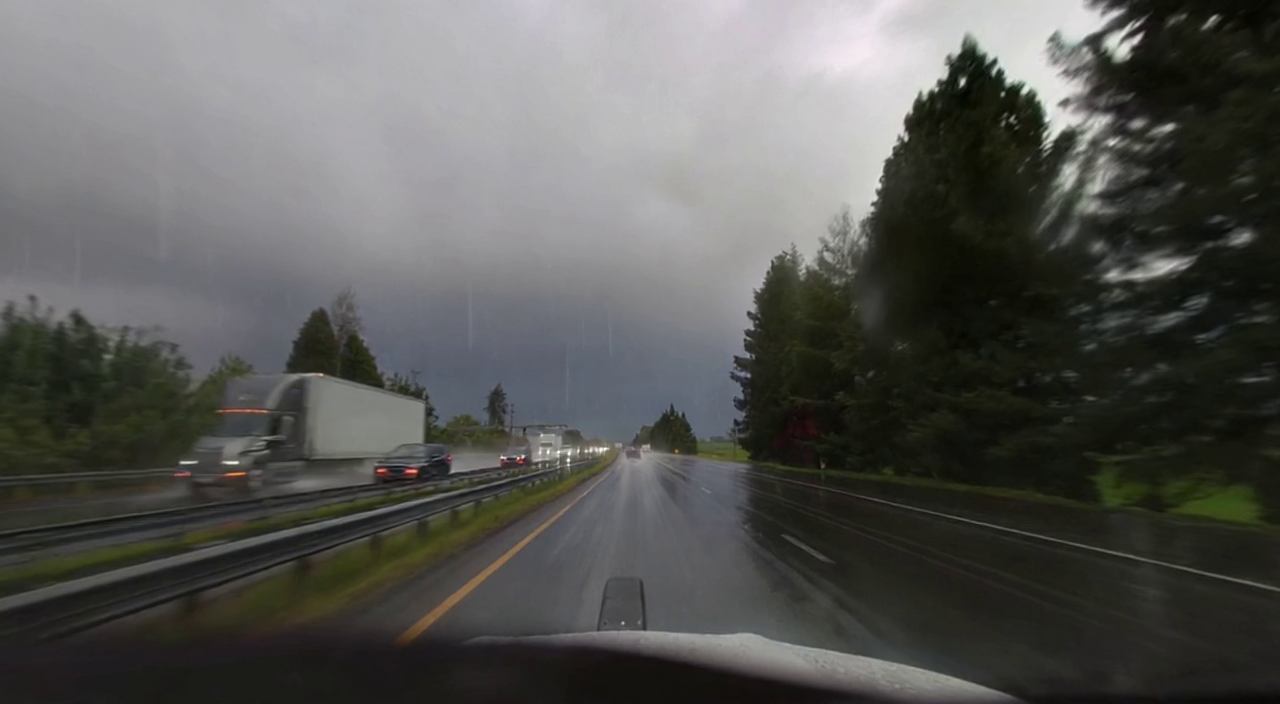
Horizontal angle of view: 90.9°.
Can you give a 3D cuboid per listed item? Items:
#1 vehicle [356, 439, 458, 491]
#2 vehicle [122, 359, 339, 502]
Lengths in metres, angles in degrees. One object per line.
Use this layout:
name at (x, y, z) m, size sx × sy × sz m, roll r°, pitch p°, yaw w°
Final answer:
vehicle at (-8.293, 4.044, 22.884) m, size 2.079 × 1.693 × 4.226 m, roll 0°, pitch -9°, yaw 0°
vehicle at (-12.881, 2.640, 20.649) m, size 2.927 × 4.012 × 5.823 m, roll 0°, pitch -9°, yaw 0°
